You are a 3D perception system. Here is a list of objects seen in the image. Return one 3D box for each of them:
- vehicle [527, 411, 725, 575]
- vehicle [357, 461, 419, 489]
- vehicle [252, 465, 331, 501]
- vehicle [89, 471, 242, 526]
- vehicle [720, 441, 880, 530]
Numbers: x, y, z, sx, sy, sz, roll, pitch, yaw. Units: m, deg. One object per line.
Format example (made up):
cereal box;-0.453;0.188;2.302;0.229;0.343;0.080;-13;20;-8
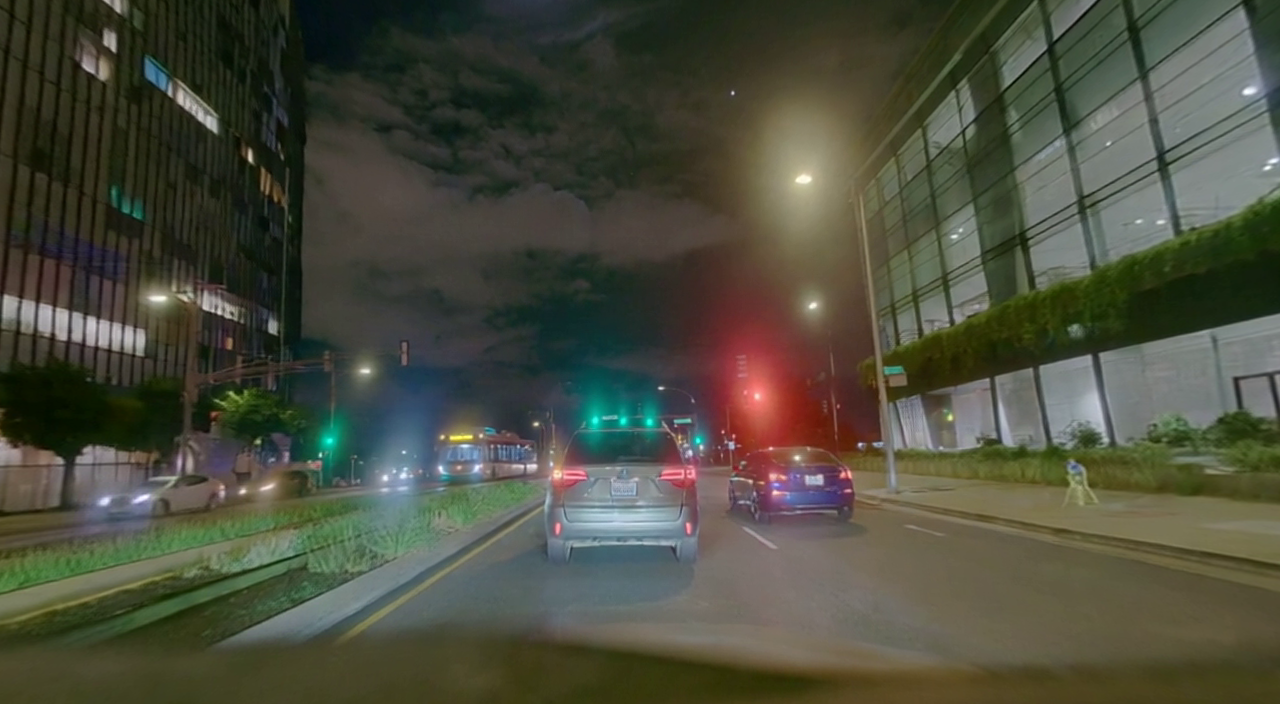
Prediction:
vehicle;-0.248;1.869;9.164;2.178;1.779;4.255;0;-8;-3
vehicle;-15.565;7.605;39.308;2.077;1.458;4.718;0;-8;-3
vehicle;-19.678;7.385;35.891;2.066;1.700;4.536;0;-9;-3
vehicle;-15.308;4.724;20.749;1.798;1.409;4.239;0;-8;-1
vehicle;3.000;2.592;12.953;1.993;1.480;4.324;0;-8;-2
